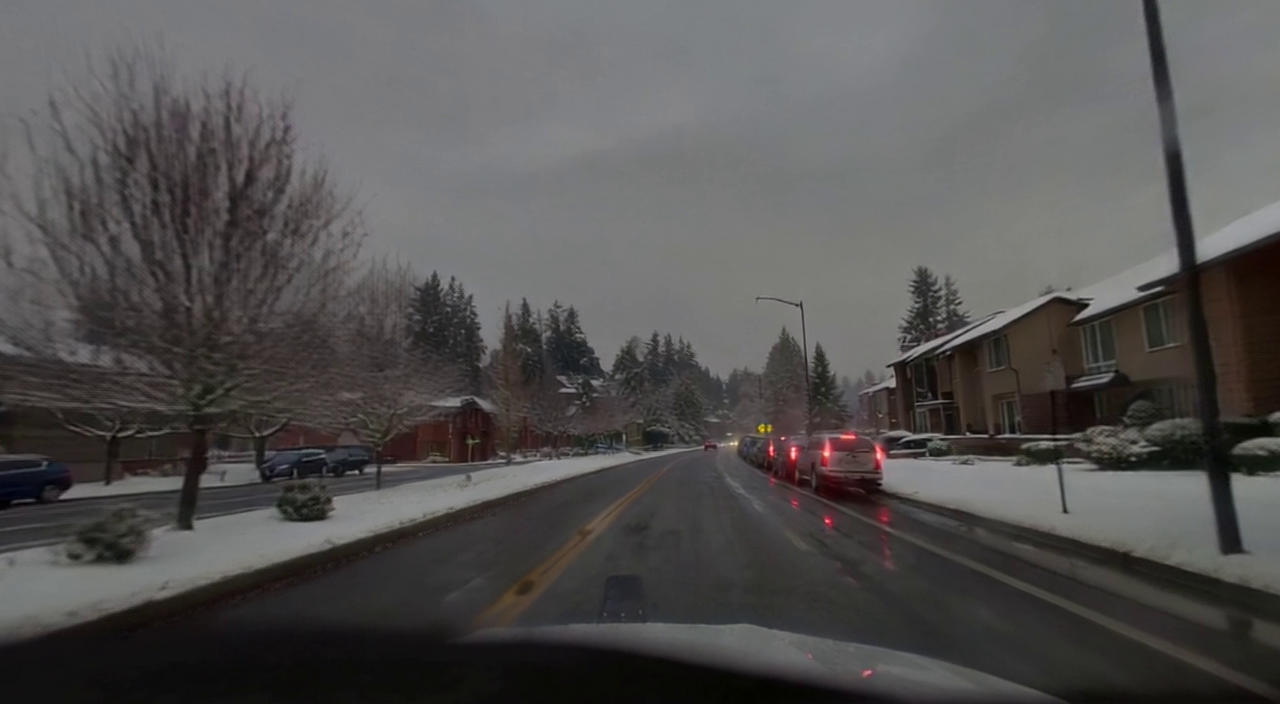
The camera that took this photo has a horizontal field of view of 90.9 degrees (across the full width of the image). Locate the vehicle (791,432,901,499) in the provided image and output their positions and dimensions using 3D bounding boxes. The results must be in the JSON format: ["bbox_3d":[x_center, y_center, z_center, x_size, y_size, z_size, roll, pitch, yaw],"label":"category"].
[{"bbox_3d":[5.631,3.137,17.832,2.011,1.649,4.001,-1,-8,4],"label":"vehicle"}]

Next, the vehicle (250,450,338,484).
[{"bbox_3d":[-20.690,6.850,37.971,2.060,1.814,5.097,-1,-8,5],"label":"vehicle"}]

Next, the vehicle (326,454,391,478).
[{"bbox_3d":[-19.672,7.962,44.301,1.909,1.451,4.757,-1,-8,7],"label":"vehicle"}]
